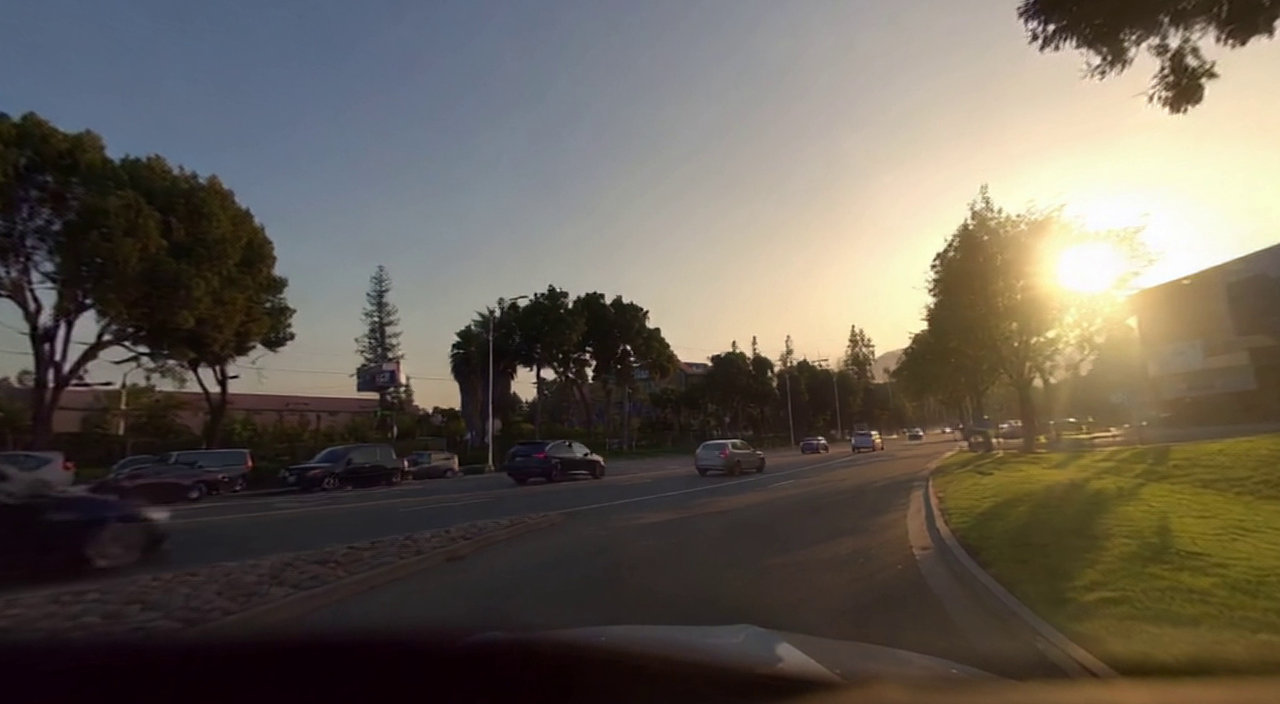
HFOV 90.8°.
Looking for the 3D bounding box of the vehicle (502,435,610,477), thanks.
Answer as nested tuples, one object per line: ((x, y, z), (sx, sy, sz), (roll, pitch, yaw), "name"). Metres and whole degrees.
((-3.858, 4.897, 29.792), (2.506, 1.718, 4.822), (-9, -12, 31), "vehicle")

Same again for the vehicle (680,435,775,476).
((3.618, 4.175, 25.442), (1.984, 1.482, 4.482), (-6, -11, 34), "vehicle")

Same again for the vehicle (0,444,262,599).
((-6.954, 1.669, 6.503), (2.056, 1.442, 4.725), (-6, -11, 36), "vehicle")

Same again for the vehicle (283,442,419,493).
((-12.488, 4.932, 27.634), (2.134, 1.924, 4.911), (-5, -9, 34), "vehicle")

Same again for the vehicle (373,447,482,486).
((-11.610, 6.236, 34.905), (2.261, 1.733, 5.381), (-5, -8, 33), "vehicle")
